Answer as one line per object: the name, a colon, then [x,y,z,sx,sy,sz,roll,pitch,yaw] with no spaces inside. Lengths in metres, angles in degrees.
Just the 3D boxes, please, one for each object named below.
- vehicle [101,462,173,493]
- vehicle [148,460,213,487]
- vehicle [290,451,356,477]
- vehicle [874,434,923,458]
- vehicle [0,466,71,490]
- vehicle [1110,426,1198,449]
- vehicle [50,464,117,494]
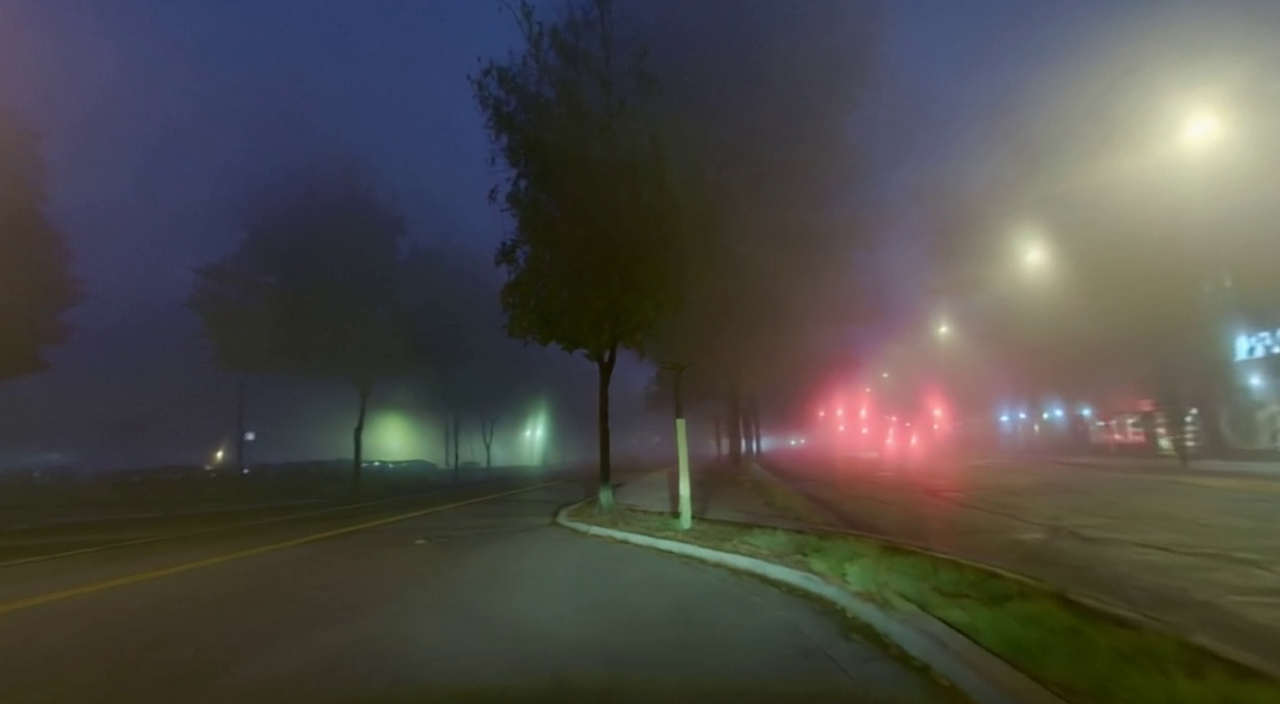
vehicle: [-30.016,7.414,37.618,5.124,1.541,2.121,-7,-11,38]
vehicle: [-30.201,7.936,41.461,4.416,1.541,2.102,-6,-11,36]
vehicle: [-23.336,8.190,46.458,5.483,1.719,2.112,-7,-11,38]
vehicle: [18.715,6.858,45.918,2.100,1.638,4.545,-1,-9,7]
vehicle: [-40.062,8.133,40.874,4.317,1.418,1.734,2,-9,-17]
vehicle: [32.799,5.512,40.426,3.839,1.386,1.816,-2,-9,12]
vehicle: [-31.297,7.074,35.505,4.157,1.458,2.130,-7,-11,40]
